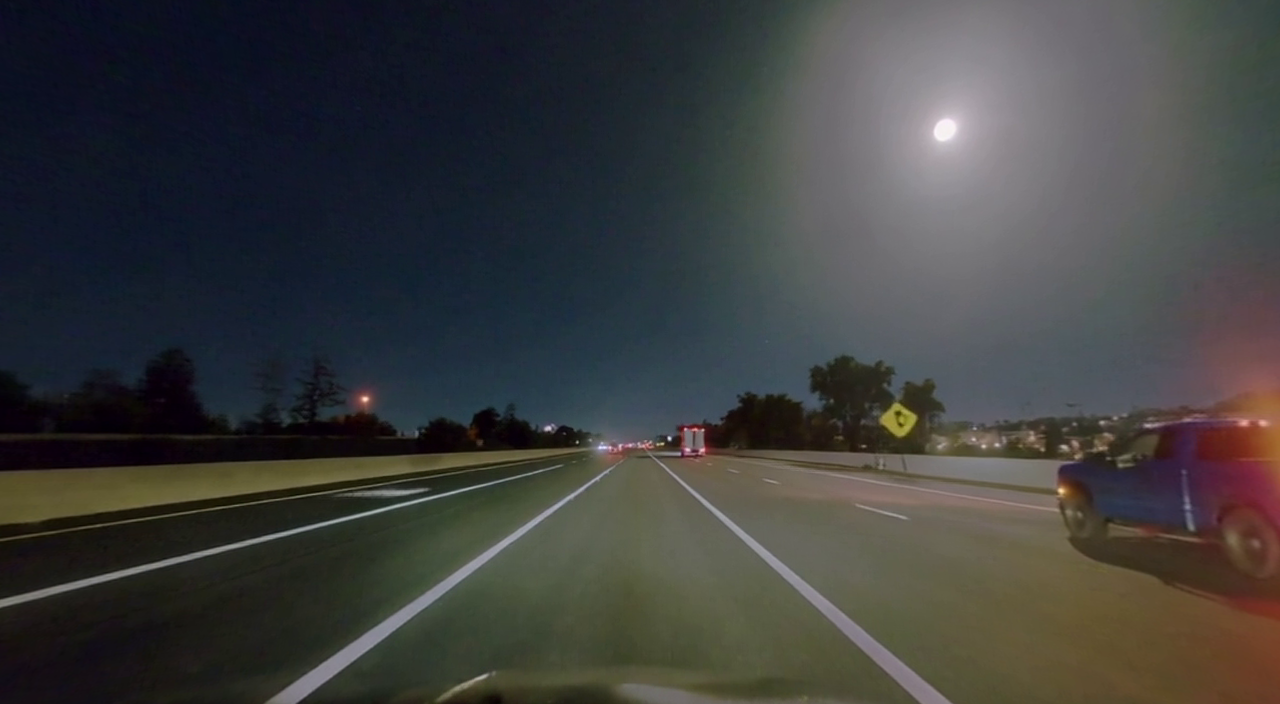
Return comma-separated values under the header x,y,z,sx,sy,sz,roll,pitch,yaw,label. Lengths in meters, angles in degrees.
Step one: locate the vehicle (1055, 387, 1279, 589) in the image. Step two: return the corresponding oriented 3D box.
x,y,z,sx,sy,sz,roll,pitch,yaw,label
6.721,1.295,6.191,2.096,1.767,4.601,0,-9,0,vehicle
